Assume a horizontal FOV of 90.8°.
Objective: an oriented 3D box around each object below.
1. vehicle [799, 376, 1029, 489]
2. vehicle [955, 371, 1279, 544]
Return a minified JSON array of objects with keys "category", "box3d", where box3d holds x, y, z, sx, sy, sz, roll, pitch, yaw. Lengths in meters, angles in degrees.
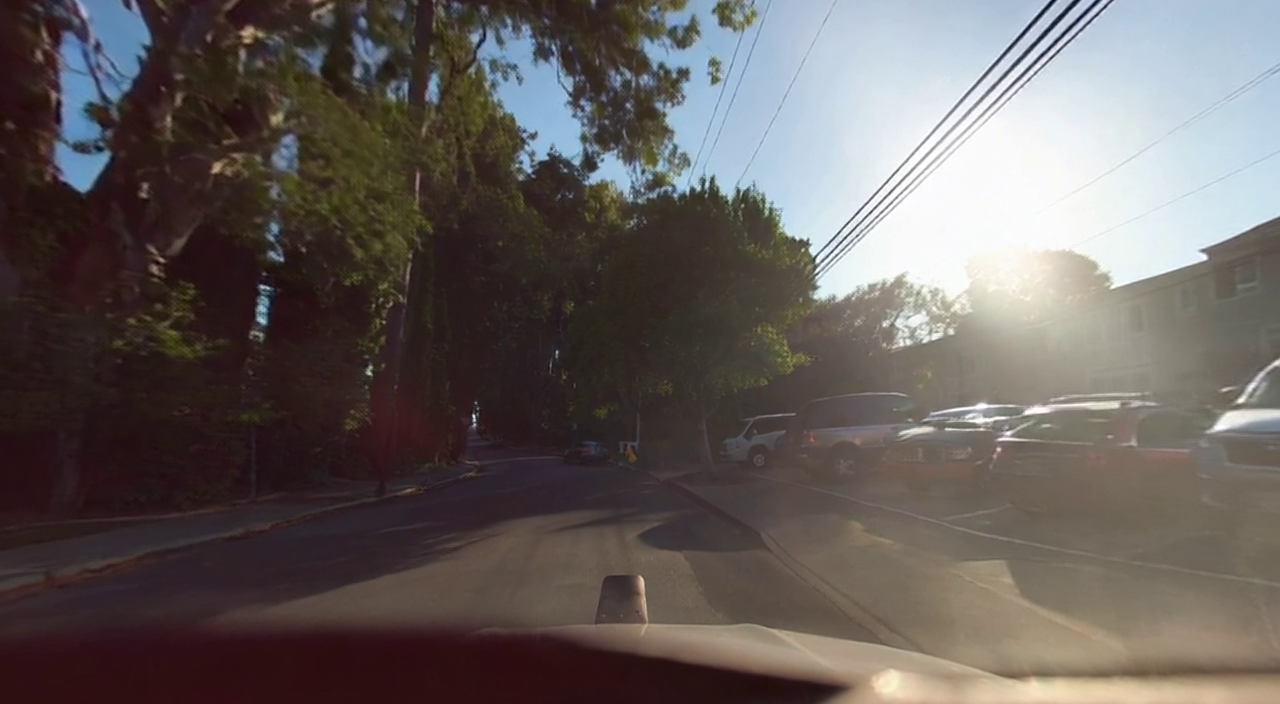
[{"category":"vehicle","box3d":[6.677,1.915,15.322,5.269,2.289,2.446,4,-8,-32]},{"category":"vehicle","box3d":[6.935,1.280,8.912,4.444,1.902,2.099,1,-4,-26]}]
